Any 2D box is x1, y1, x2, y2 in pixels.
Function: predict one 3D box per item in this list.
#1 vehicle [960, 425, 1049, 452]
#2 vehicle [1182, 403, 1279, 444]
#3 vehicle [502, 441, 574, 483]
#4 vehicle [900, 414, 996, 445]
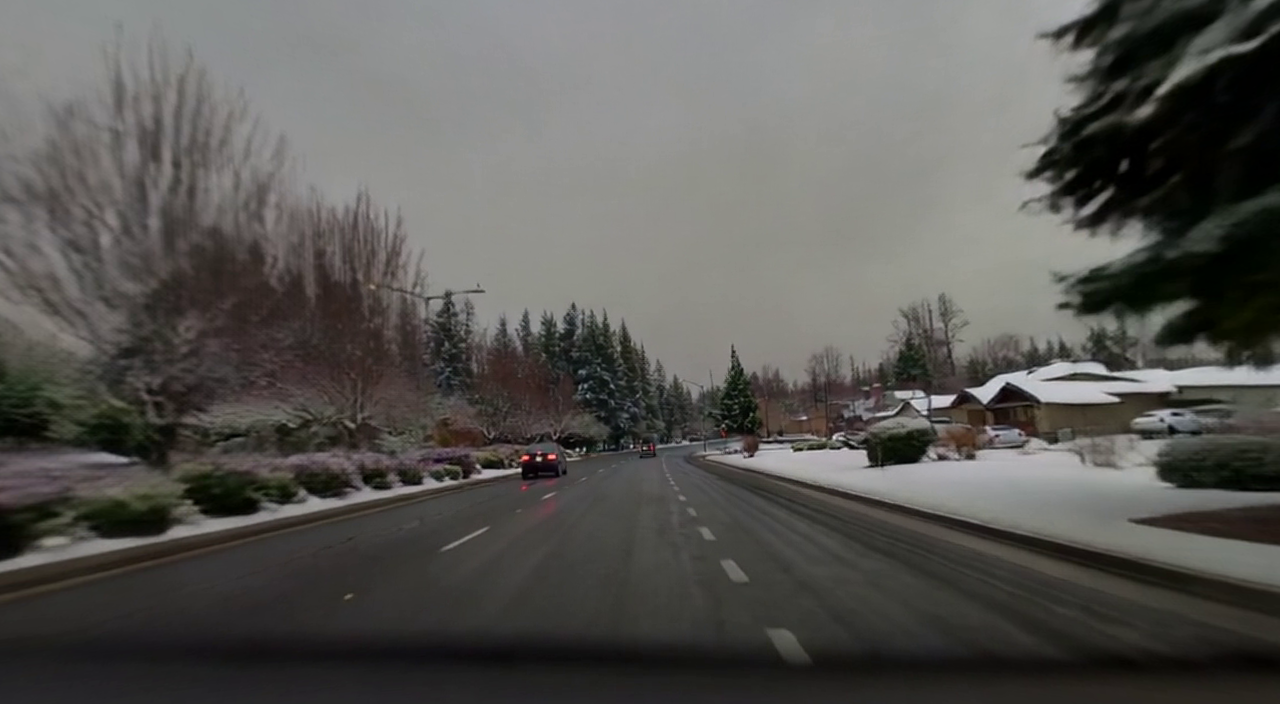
[{"bbox_3d":[21.669,5.144,37.470,4.168,1.489,1.768,0,-7,5],"label":"vehicle"},{"bbox_3d":[24.693,2.879,25.205,3.956,1.565,1.886,-1,-8,4],"label":"vehicle"},{"bbox_3d":[-3.910,4.307,24.845,2.036,1.478,4.508,0,-9,1],"label":"vehicle"},{"bbox_3d":[21.416,5.445,43.840,5.458,2.044,2.299,0,-9,-2],"label":"vehicle"}]
